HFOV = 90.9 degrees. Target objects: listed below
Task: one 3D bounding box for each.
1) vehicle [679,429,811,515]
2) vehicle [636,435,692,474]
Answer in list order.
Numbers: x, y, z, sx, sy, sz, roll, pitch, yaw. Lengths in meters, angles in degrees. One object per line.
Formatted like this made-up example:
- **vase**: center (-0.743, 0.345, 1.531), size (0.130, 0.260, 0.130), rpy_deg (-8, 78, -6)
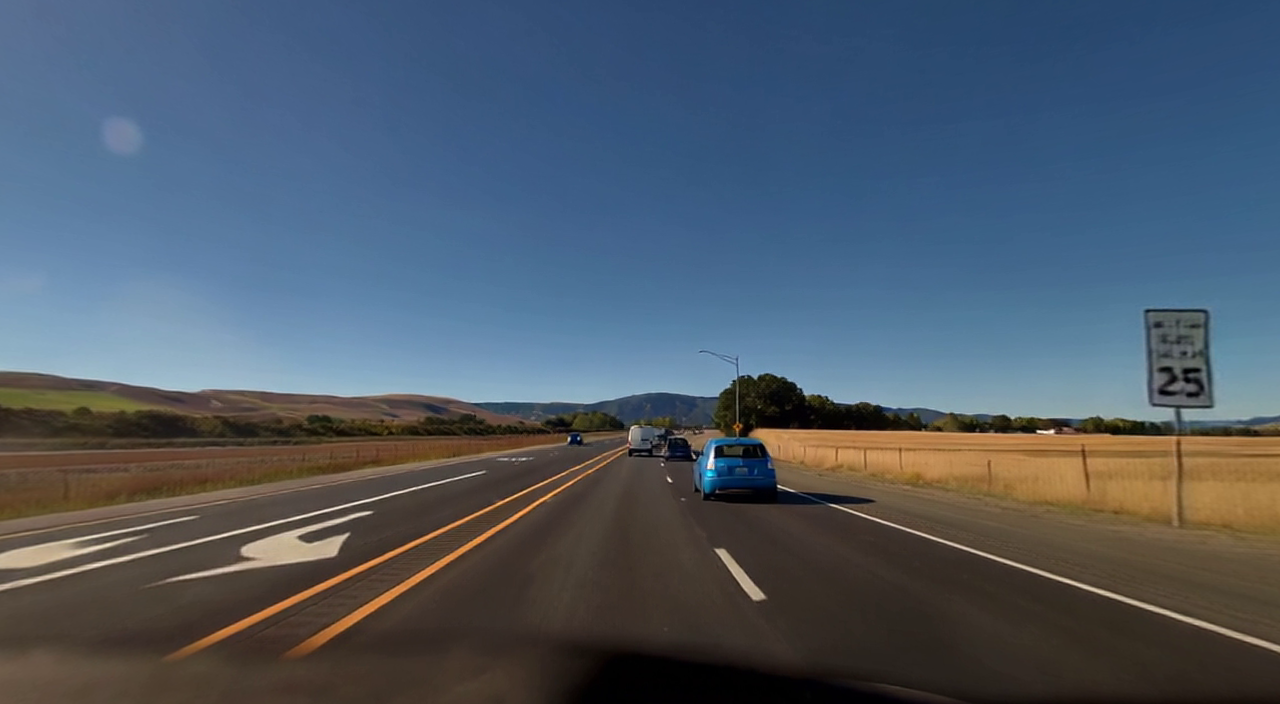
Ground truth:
- **vehicle**: center (2.036, 2.469, 13.469), size (2.007, 1.534, 3.976), rpy_deg (0, -8, -2)
- **vehicle**: center (0.946, 4.400, 27.251), size (2.026, 1.531, 4.273), rpy_deg (0, -8, -3)
